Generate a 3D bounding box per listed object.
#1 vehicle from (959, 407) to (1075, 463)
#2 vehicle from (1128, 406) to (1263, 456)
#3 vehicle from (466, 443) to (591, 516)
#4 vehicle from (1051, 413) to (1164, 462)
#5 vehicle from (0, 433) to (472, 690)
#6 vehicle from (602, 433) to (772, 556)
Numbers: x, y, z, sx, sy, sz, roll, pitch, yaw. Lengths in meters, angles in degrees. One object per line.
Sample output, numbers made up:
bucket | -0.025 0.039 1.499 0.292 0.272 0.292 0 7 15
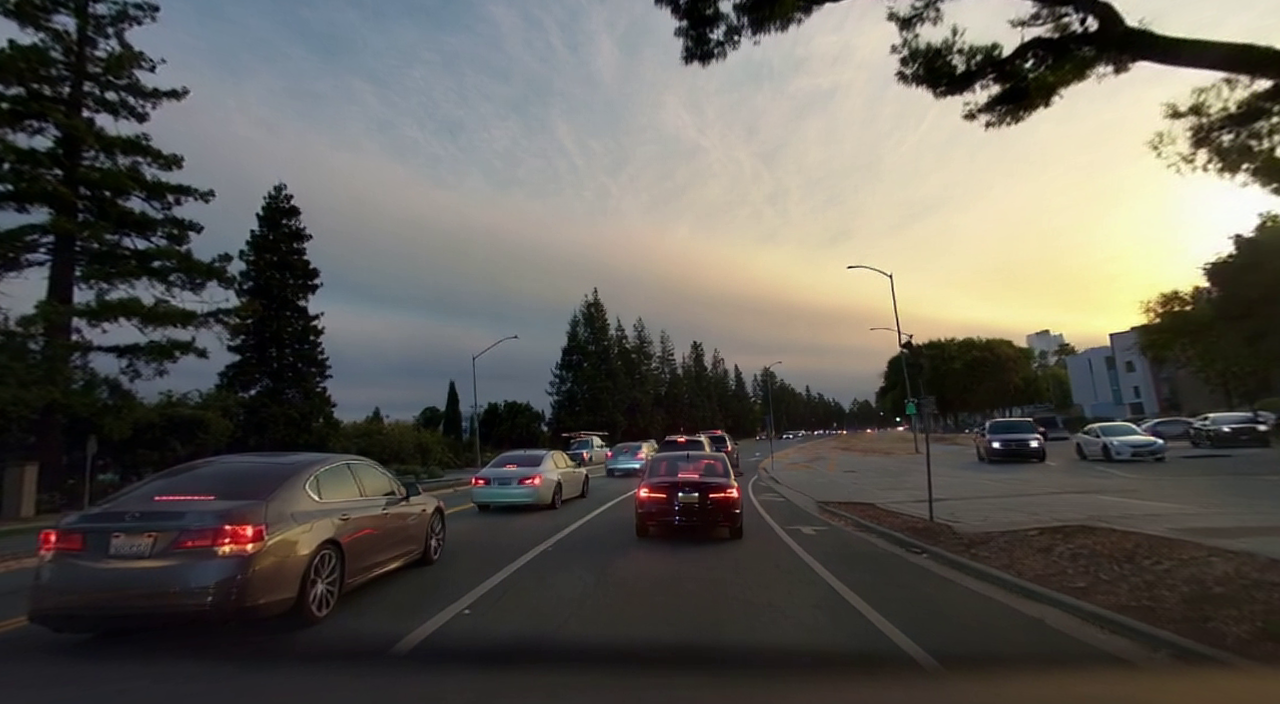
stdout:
vehicle | 14.309 3.247 24.282 2.288 1.933 4.612 -2 -9 11
vehicle | 20.301 2.932 23.276 1.902 1.529 3.937 -7 -9 12
vehicle | -2.532 3.008 15.399 1.870 1.490 4.187 -1 -9 6
vehicle | 17.578 3.253 23.925 1.803 1.518 3.893 -7 -9 11
vehicle | -3.257 1.577 5.964 1.940 1.502 4.241 -1 -9 3
vehicle | 0.737 2.120 10.096 2.142 1.528 4.133 -1 -9 4
